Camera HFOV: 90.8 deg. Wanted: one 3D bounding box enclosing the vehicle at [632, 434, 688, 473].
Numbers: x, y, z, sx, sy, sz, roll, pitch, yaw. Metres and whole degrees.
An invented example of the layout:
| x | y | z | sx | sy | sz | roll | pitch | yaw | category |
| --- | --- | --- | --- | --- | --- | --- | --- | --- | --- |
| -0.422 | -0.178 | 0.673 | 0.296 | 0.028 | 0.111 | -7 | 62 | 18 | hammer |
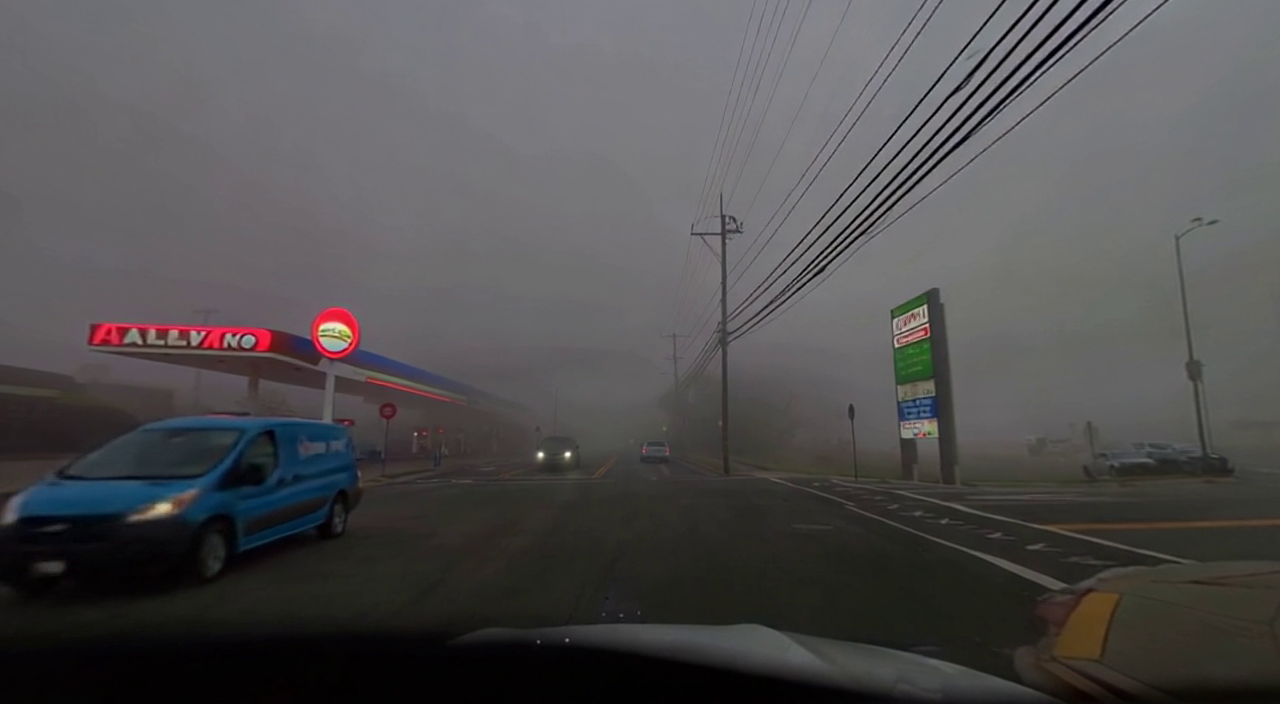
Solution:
| x | y | z | sx | sy | sz | roll | pitch | yaw | category |
| --- | --- | --- | --- | --- | --- | --- | --- | --- | --- |
| 0.836 | 4.673 | 29.144 | 2.000 | 1.663 | 4.271 | 1 | -9 | -6 | vehicle |

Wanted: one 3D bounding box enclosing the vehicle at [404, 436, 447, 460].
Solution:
| x | y | z | sx | sy | sz | roll | pitch | yaw | category |
| --- | --- | --- | --- | --- | --- | --- | --- | --- | --- |
| -16.706 | 7.491 | 49.417 | 1.890 | 1.761 | 4.578 | 1 | -9 | -3 | vehicle |

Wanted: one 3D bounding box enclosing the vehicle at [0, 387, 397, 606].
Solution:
| x | y | z | sx | sy | sz | roll | pitch | yaw | category |
| --- | --- | --- | --- | --- | --- | --- | --- | --- | --- |
| -5.066 | 1.659 | 8.181 | 2.222 | 1.931 | 4.882 | 1 | -9 | -5 | vehicle |

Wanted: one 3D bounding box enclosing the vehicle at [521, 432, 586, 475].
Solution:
| x | y | z | sx | sy | sz | roll | pitch | yaw | category |
| --- | --- | --- | --- | --- | --- | --- | --- | --- | --- |
| -3.990 | 4.832 | 30.139 | 2.274 | 1.844 | 4.843 | 0 | -9 | 1 | vehicle |
